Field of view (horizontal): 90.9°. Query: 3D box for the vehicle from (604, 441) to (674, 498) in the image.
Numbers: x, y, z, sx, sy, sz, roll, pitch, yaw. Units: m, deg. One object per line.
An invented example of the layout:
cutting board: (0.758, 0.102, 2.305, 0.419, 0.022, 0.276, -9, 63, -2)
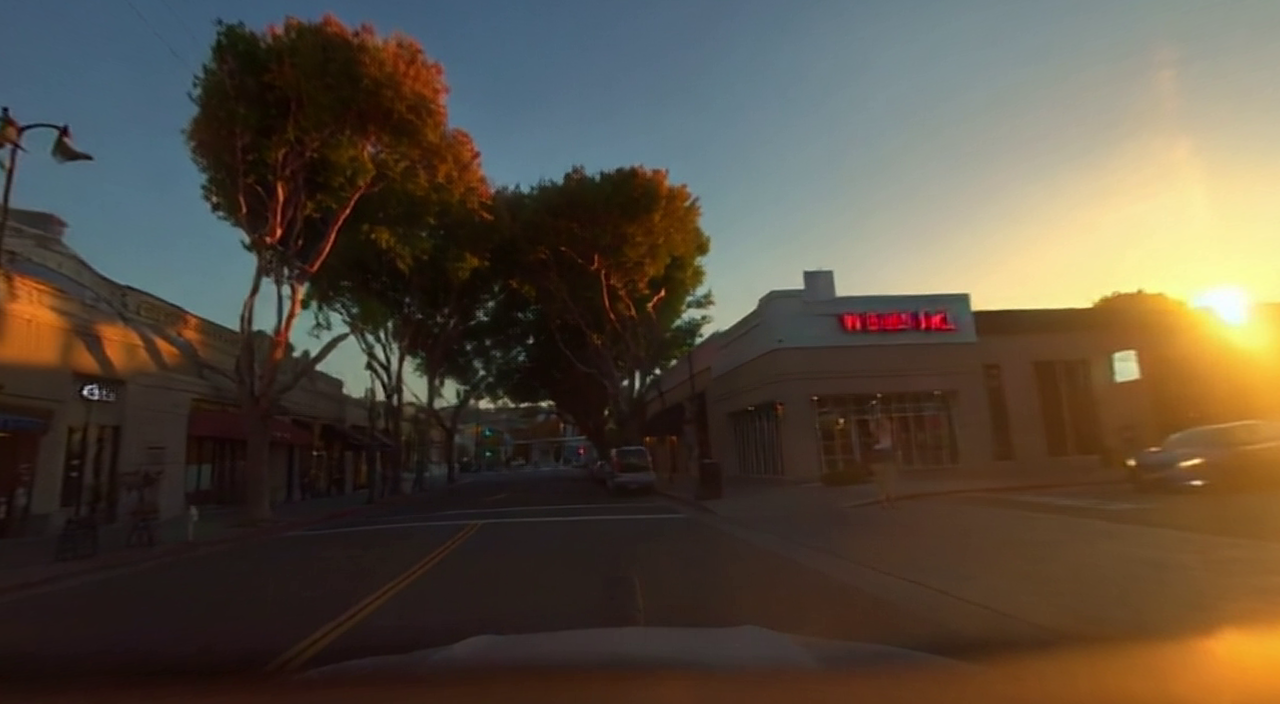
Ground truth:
vehicle: (-0.167, 4.722, 25.431, 2.150, 2.013, 4.748, 0, -10, -8)

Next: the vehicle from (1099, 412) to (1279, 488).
vehicle: (14.216, 2.358, 15.017, 1.869, 1.618, 4.814, 5, -12, -29)
